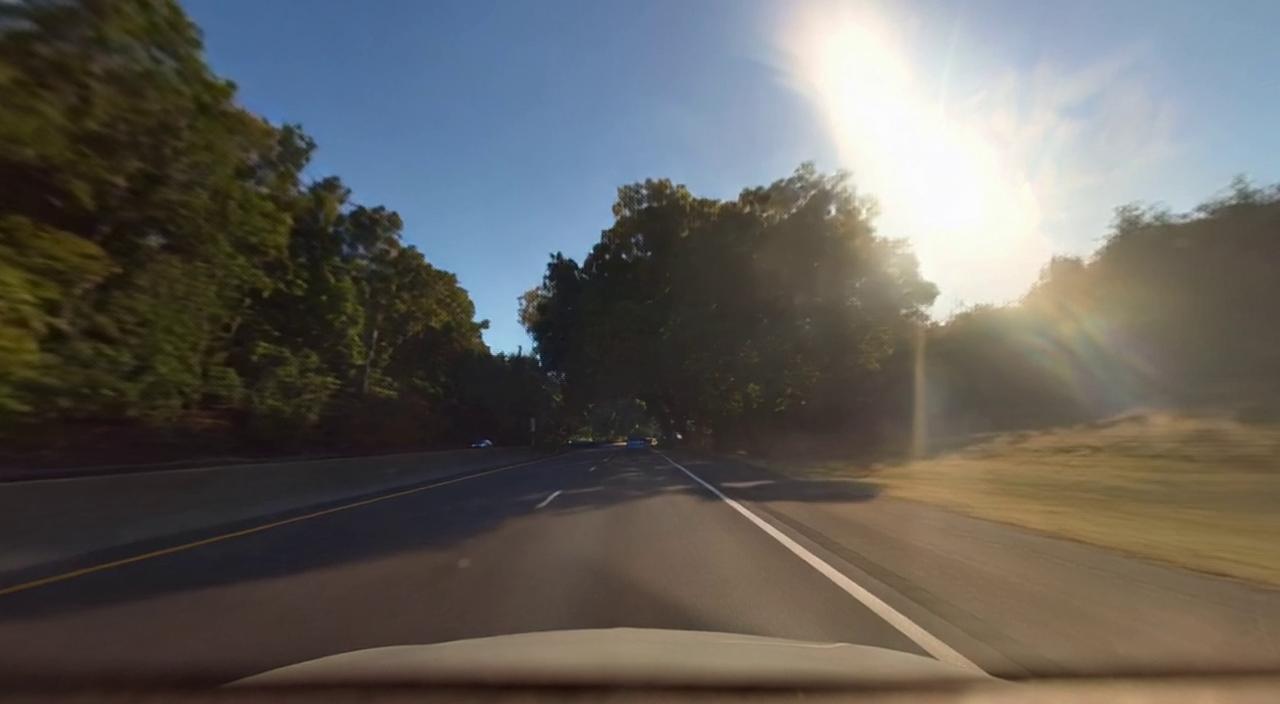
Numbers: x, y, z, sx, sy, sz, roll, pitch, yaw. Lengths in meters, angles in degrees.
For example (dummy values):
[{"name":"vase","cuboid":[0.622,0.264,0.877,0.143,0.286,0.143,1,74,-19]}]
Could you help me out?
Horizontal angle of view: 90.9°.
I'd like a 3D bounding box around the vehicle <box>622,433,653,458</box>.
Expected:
[{"name":"vehicle","cuboid":[-0.182,6.630,44.678,2.094,1.653,4.283,0,-8,-1]}]
